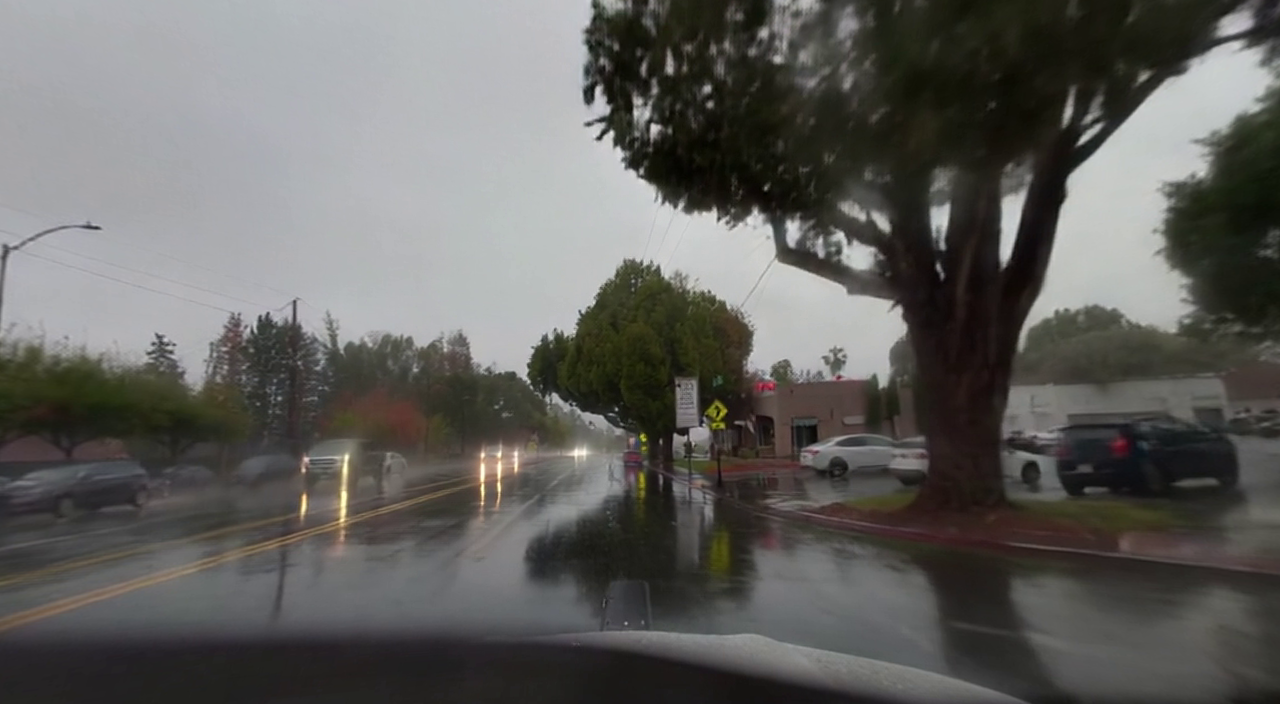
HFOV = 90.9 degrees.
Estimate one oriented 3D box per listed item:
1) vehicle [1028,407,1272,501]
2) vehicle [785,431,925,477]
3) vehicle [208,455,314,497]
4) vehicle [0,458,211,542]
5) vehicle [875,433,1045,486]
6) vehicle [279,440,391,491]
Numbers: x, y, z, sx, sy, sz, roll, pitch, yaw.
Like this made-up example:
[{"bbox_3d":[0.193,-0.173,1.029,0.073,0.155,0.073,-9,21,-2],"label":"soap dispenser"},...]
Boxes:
[{"bbox_3d":[11.108,2.191,13.766,4.669,1.770,1.896,3,-9,-21],"label":"vehicle"},{"bbox_3d":[8.518,4.066,25.239,4.843,1.748,1.985,1,-9,-6],"label":"vehicle"},{"bbox_3d":[-16.409,5.351,27.625,2.093,1.474,4.638,-4,-8,-4],"label":"vehicle"},{"bbox_3d":[-12.046,3.130,14.009,1.951,1.436,4.624,0,-9,-3],"label":"vehicle"},{"bbox_3d":[9.615,3.229,19.088,4.257,1.474,1.751,1,-9,-8],"label":"vehicle"},{"bbox_3d":[-13.184,4.923,27.797,2.228,1.976,5.857,0,-9,-3],"label":"vehicle"}]
